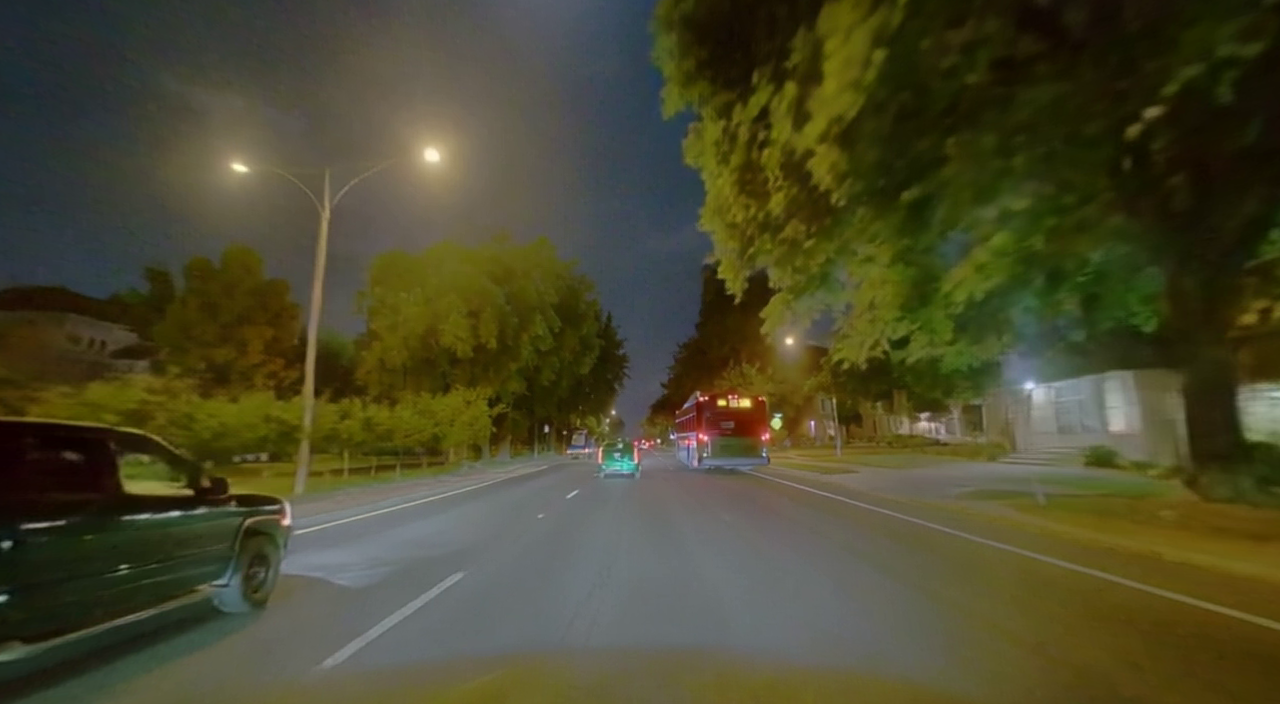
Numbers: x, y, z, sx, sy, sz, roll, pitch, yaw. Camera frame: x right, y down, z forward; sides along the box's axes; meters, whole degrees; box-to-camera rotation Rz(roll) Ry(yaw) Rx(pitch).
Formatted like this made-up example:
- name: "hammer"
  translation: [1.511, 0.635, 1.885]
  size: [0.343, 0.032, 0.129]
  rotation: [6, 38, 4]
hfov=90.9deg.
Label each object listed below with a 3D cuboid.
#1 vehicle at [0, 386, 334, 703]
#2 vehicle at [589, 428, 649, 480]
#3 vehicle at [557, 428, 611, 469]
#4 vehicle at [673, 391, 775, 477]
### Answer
- name: "vehicle"
  translation: [-3.945, 1.039, 3.533]
  size: [2.109, 1.543, 4.535]
  rotation: [0, -8, 1]
- name: "vehicle"
  translation: [-0.735, 4.069, 25.429]
  size: [2.074, 1.849, 5.137]
  rotation: [-1, -8, 2]
- name: "vehicle"
  translation: [-3.059, 5.428, 35.611]
  size: [2.513, 2.066, 5.820]
  rotation: [0, -8, 0]
- name: "vehicle"
  translation: [3.518, 4.026, 30.212]
  size: [3.059, 3.264, 12.623]
  rotation: [0, -8, 0]
